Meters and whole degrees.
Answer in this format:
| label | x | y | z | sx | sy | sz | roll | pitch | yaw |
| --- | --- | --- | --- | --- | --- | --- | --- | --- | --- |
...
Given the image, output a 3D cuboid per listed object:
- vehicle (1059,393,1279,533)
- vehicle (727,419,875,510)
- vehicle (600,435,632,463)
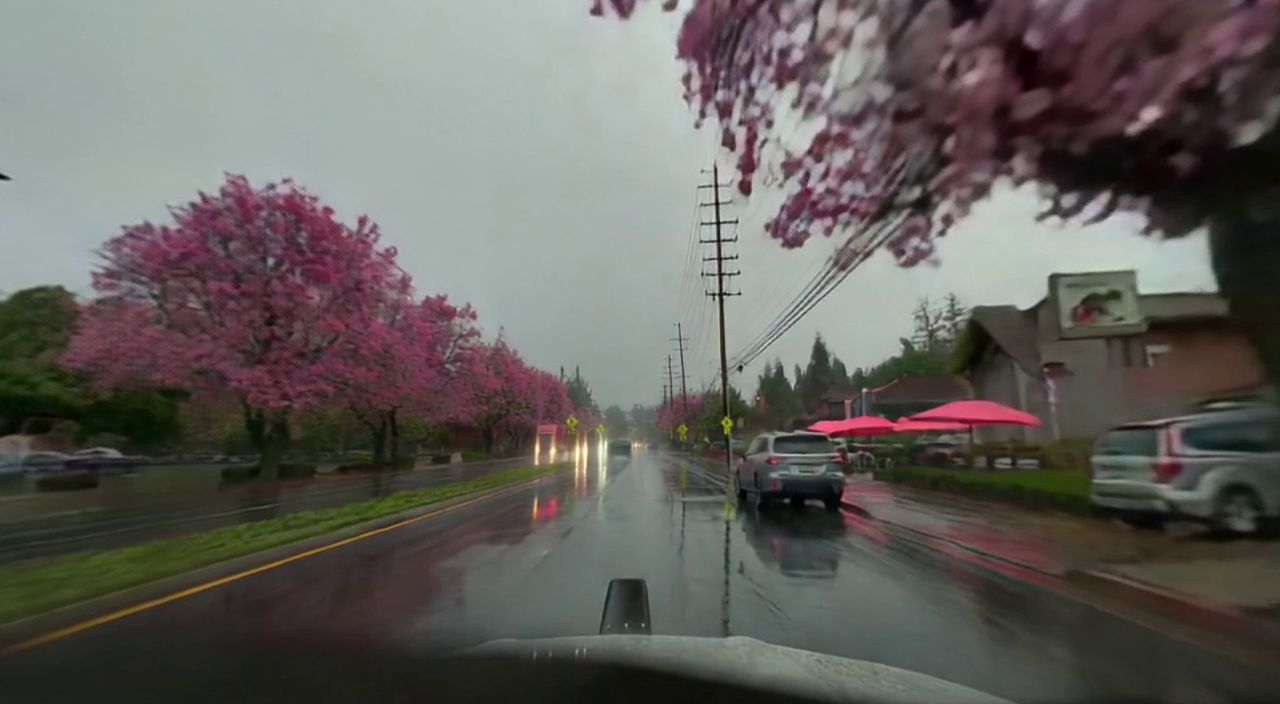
| label | x | y | z | sx | sy | sz | roll | pitch | yaw |
| --- | --- | --- | --- | --- | --- | --- | --- | --- | --- |
| vehicle | 9.567 | 1.631 | 9.498 | 4.818 | 1.847 | 2.257 | 0 | -8 | 3 |
| vehicle | 3.826 | 2.815 | 16.360 | 2.280 | 1.904 | 5.779 | 0 | -8 | -1 |
| vehicle | -1.786 | 7.326 | 47.764 | 2.202 | 1.961 | 4.980 | 0 | -8 | 0 |
